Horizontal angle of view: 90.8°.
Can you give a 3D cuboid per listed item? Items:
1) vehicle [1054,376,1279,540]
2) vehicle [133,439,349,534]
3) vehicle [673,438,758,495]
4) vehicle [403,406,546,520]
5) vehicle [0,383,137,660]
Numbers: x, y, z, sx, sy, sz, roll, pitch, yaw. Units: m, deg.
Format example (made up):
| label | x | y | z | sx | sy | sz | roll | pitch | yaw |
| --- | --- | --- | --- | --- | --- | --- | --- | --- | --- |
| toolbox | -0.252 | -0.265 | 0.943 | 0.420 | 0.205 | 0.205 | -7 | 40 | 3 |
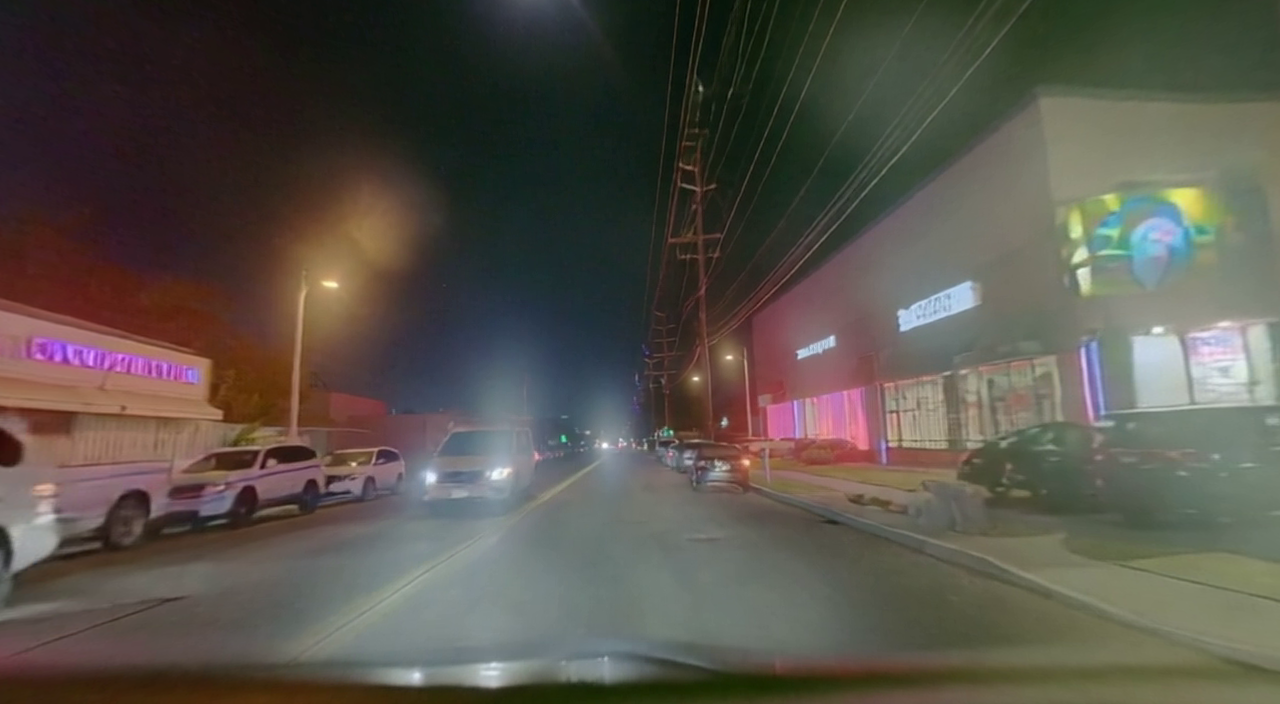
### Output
| label | x | y | z | sx | sy | sz | roll | pitch | yaw |
| --- | --- | --- | --- | --- | --- | --- | --- | --- | --- |
| vehicle | 9.852 | 1.549 | 9.352 | 5.684 | 2.112 | 2.321 | 0 | -9 | 2 |
| vehicle | -9.195 | 3.062 | 15.316 | 1.862 | 1.851 | 5.360 | 0 | -8 | -2 |
| vehicle | 2.315 | 3.415 | 19.441 | 2.261 | 1.503 | 4.695 | -1 | -8 | 7 |
| vehicle | -3.371 | 2.374 | 13.908 | 2.115 | 2.065 | 4.452 | 0 | -9 | -3 |
| vehicle | -5.578 | 1.082 | 3.458 | 2.152 | 1.918 | 4.217 | -2 | -8 | 0 |
